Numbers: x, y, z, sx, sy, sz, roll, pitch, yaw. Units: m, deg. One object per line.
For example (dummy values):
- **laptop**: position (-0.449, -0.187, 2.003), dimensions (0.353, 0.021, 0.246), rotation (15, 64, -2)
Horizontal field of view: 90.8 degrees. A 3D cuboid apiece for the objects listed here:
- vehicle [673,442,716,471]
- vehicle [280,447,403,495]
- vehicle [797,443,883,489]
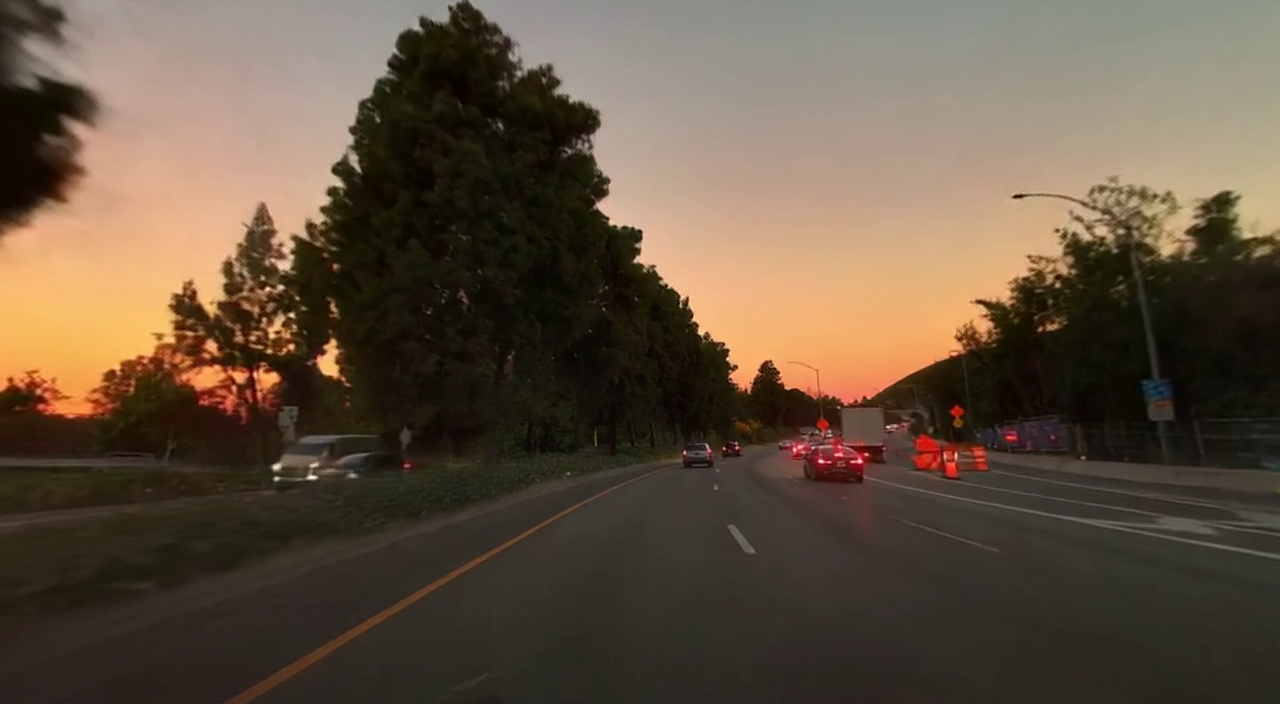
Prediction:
- **vehicle**: position (3.387, 6.364, 38.633), dimensions (2.201, 1.676, 4.541), rotation (-2, -9, 10)
- **vehicle**: position (-10.908, 4.351, 23.558), dimensions (1.903, 1.593, 4.593), rotation (-1, -9, 7)
- **vehicle**: position (7.045, 4.029, 22.735), dimensions (2.044, 1.474, 4.083), rotation (-1, -9, 5)
